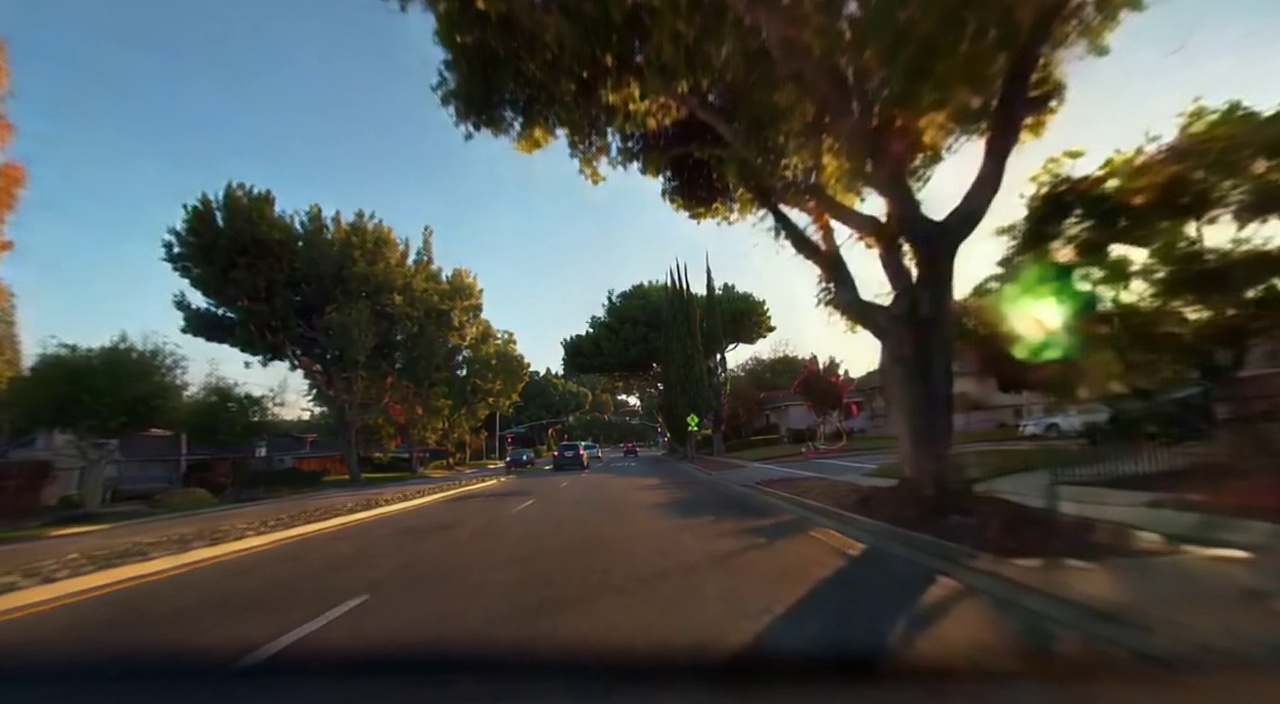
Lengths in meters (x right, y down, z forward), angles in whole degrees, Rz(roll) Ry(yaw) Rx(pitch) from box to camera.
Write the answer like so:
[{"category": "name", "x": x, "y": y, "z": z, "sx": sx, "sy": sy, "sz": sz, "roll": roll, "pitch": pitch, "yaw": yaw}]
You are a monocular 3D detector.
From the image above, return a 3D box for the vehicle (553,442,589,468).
[{"category": "vehicle", "x": -4.739, "y": 7.168, "z": 44.101, "sx": 2.065, "sy": 1.714, "sz": 4.272, "roll": 0, "pitch": -8, "yaw": 0}]
